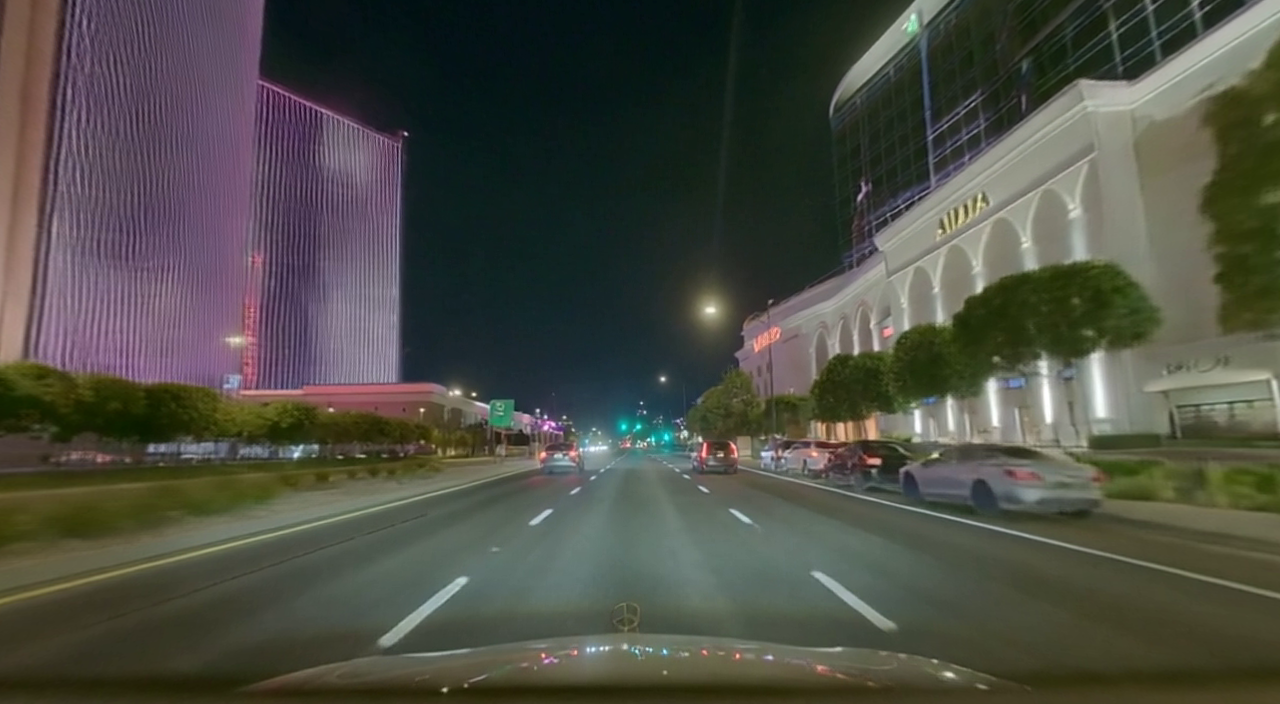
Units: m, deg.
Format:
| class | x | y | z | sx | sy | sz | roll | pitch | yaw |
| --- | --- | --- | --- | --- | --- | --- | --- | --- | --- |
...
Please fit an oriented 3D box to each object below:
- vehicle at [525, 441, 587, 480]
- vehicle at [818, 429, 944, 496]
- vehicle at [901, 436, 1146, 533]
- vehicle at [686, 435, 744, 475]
| class | x | y | z | sx | sy | sz | roll | pitch | yaw |
| --- | --- | --- | --- | --- | --- | --- | --- | --- | --- |
| vehicle | -3.380 | 4.428 | 26.107 | 2.005 | 1.477 | 4.169 | 0 | -8 | 0 |
| vehicle | 6.992 | 3.246 | 18.849 | 2.039 | 1.749 | 4.193 | 0 | -8 | -1 |
| vehicle | 6.916 | 2.401 | 12.132 | 1.876 | 1.478 | 4.670 | 0 | -8 | 1 |
| vehicle | 3.441 | 4.843 | 29.821 | 2.083 | 1.743 | 4.354 | 0 | -8 | -2 |
